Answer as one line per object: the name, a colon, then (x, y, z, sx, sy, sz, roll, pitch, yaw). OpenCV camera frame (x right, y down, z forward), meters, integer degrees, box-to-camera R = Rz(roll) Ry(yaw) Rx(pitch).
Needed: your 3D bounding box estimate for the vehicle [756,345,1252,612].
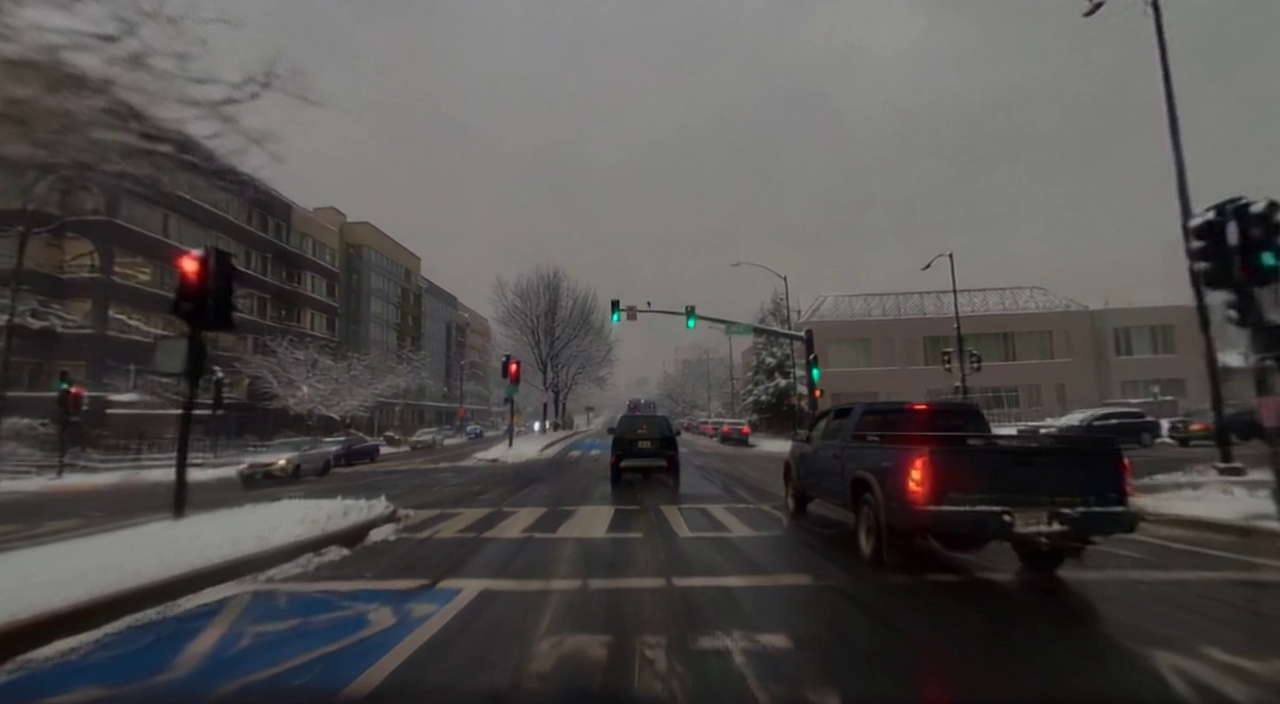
vehicle: (3.392, 1.439, 8.137, 2.487, 2.048, 6.443, 0, -9, -1)

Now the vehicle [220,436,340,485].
vehicle: (-13.545, 4.093, 24.098, 2.062, 1.697, 4.321, 0, -9, 0)

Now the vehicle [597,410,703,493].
vehicle: (0.187, 2.464, 15.801, 2.283, 1.773, 4.255, 0, -9, -1)
